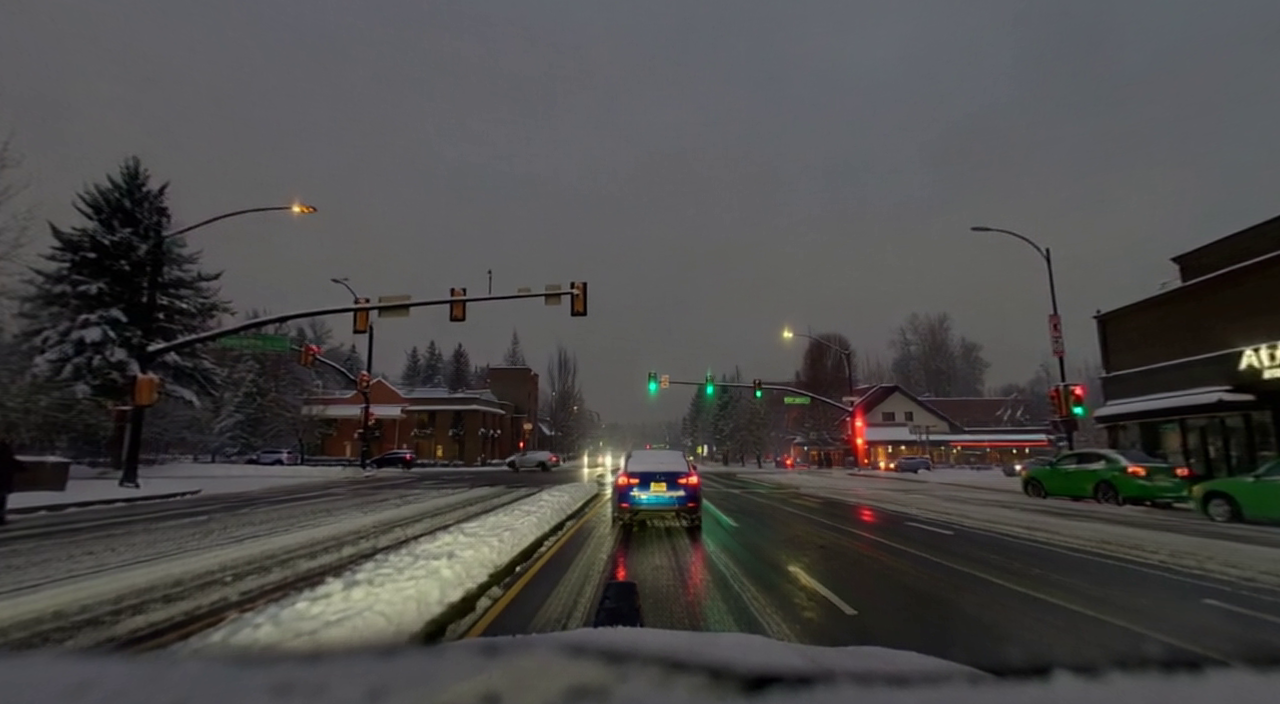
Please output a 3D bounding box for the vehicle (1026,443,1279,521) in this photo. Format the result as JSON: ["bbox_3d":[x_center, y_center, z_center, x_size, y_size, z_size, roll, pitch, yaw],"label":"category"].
[{"bbox_3d":[14.047,3.533,17.916,2.309,1.819,5.793,0,-9,-3],"label":"vehicle"}]

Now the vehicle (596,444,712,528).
[{"bbox_3d":[0.314,2.731,13.471,2.067,1.471,4.241,0,-9,2],"label":"vehicle"}]

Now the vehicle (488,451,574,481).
[{"bbox_3d":[-5.854,6.038,33.693,4.531,1.434,1.841,-6,-11,35],"label":"vehicle"}]
